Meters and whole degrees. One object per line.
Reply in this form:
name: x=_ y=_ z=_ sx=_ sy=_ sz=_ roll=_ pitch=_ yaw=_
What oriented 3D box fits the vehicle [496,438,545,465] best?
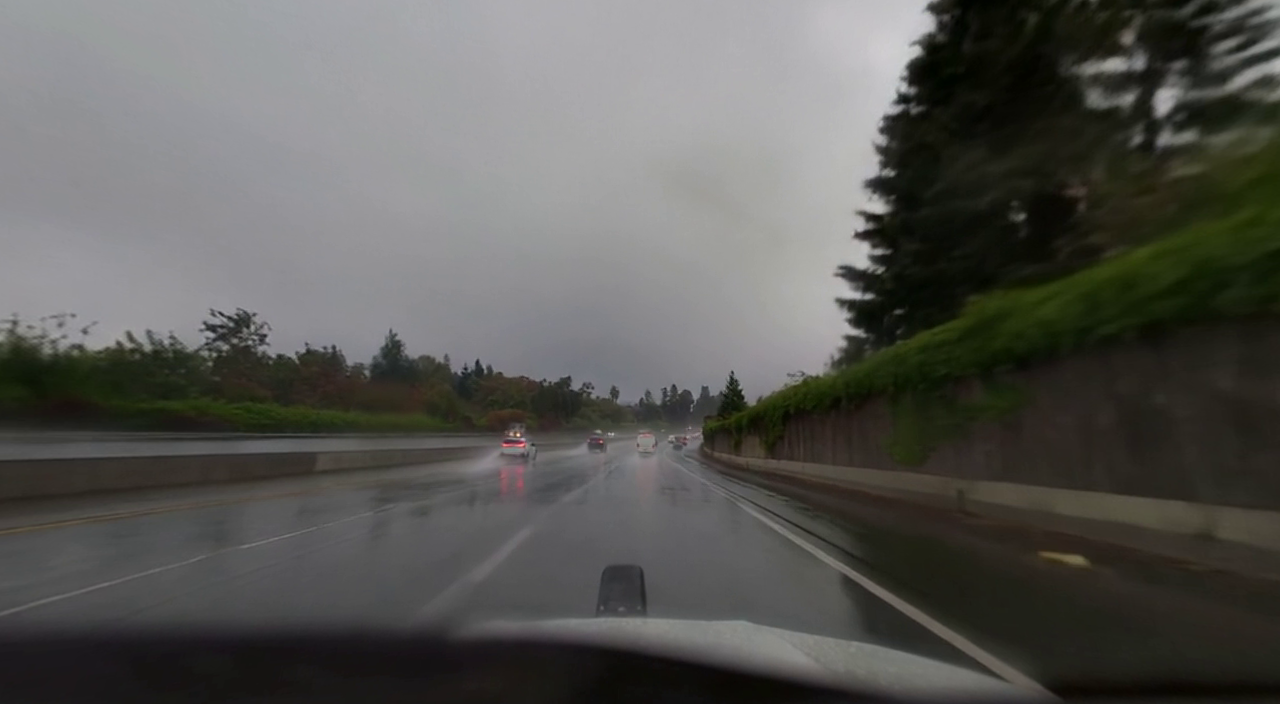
vehicle: x=-6.993 y=5.878 z=37.320 sx=1.966 sy=1.488 sz=4.243 roll=0 pitch=-8 yaw=1
